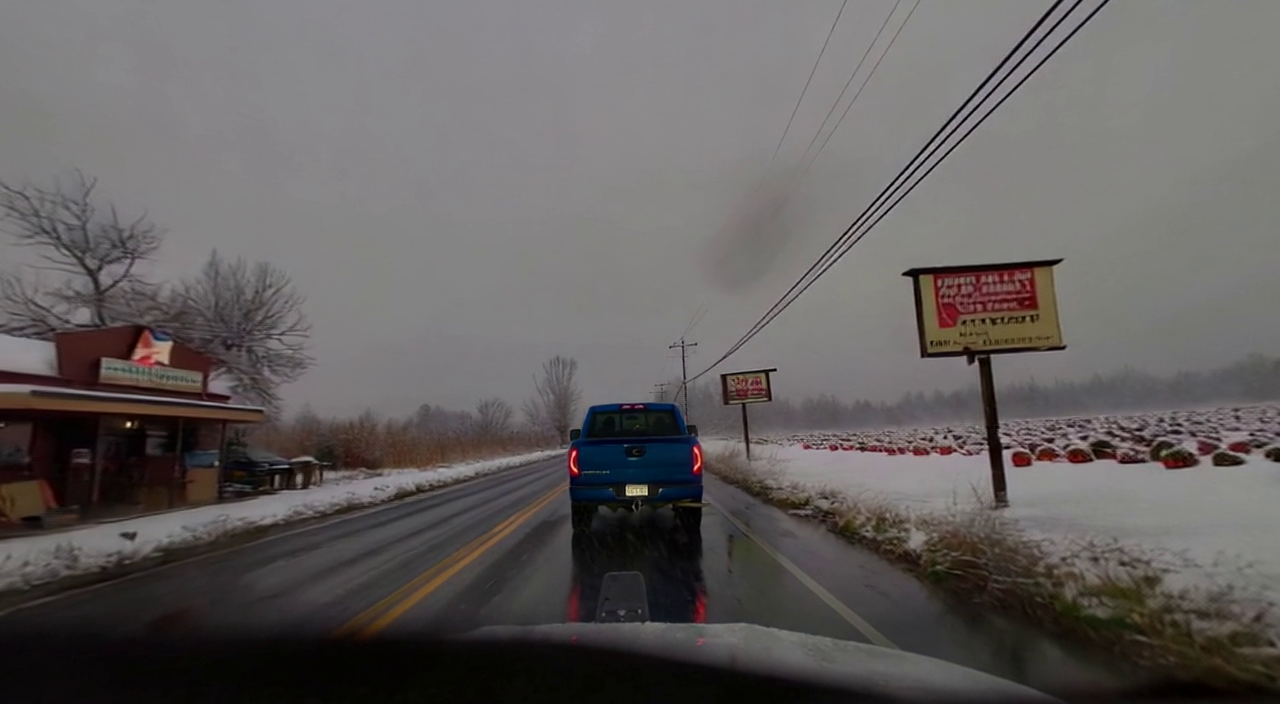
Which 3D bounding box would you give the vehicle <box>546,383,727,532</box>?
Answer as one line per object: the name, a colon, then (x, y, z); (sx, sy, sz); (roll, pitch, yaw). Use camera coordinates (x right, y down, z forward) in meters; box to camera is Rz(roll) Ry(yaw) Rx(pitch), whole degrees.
vehicle: (-0.118, 2.003, 12.443); (2.693, 2.223, 5.885); (0, -8, -1)
